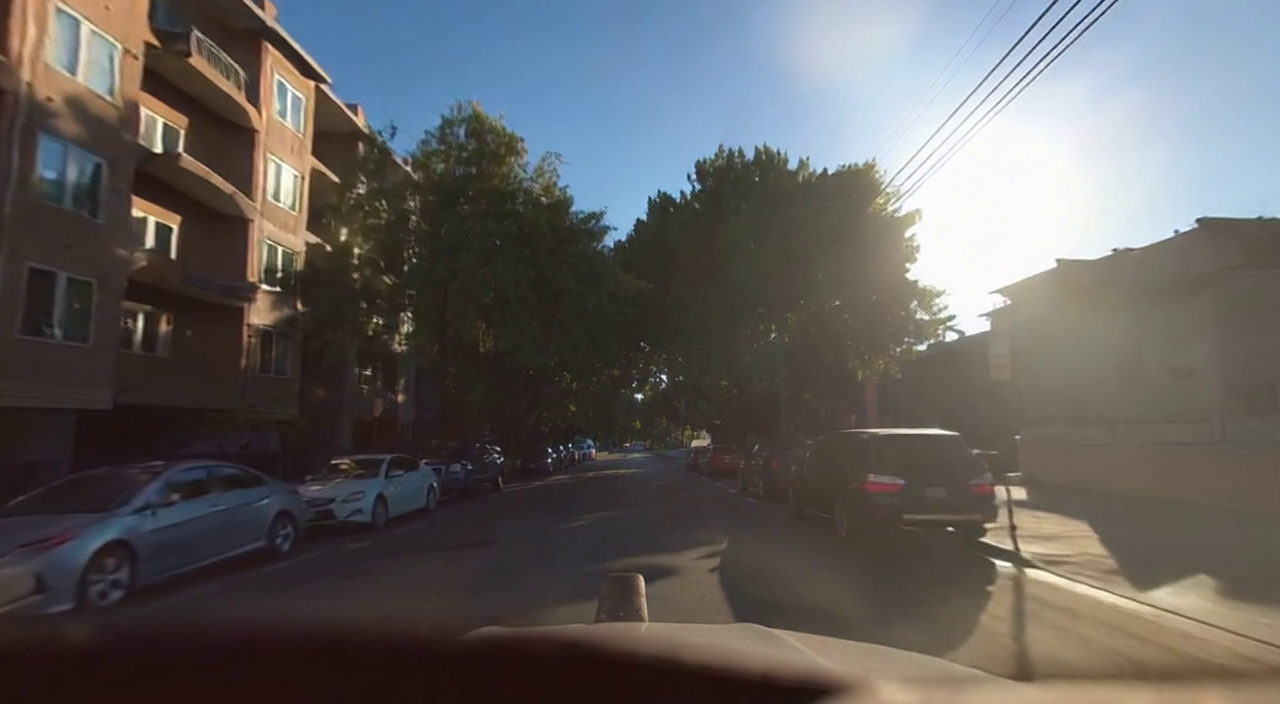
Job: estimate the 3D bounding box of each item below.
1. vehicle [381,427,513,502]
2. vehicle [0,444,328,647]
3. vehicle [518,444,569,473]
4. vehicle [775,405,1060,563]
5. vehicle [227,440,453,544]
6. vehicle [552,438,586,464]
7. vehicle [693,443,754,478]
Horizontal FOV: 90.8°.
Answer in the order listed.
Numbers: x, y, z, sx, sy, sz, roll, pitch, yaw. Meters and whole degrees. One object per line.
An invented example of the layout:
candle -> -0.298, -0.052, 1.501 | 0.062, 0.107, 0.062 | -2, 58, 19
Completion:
vehicle -> -5.257, 3.157, 18.107 | 2.213, 1.825, 4.986 | 0, -9, 0
vehicle -> -5.404, 1.759, 6.820 | 1.799, 1.440, 4.411 | -2, -9, 1
vehicle -> -5.218, 5.841, 34.833 | 2.080, 1.458, 4.511 | 0, -9, 0
vehicle -> 3.754, 1.904, 9.870 | 2.082, 1.809, 4.998 | 0, -9, -1
vehicle -> -5.346, 2.518, 12.179 | 2.026, 1.461, 4.837 | -3, -9, 0
vehicle -> -5.335, 7.571, 48.245 | 2.069, 1.881, 4.697 | 0, -9, 0
vehicle -> 3.665, 4.865, 28.593 | 1.881, 1.460, 4.737 | 1, -9, -3
